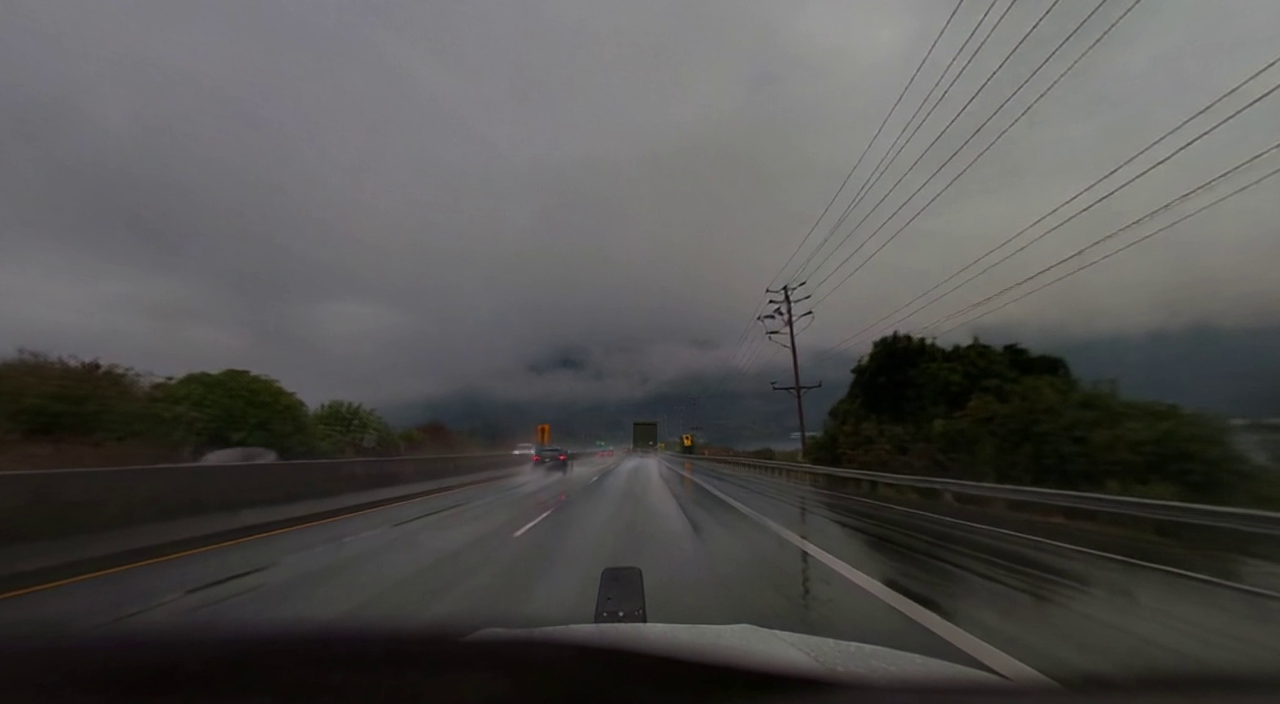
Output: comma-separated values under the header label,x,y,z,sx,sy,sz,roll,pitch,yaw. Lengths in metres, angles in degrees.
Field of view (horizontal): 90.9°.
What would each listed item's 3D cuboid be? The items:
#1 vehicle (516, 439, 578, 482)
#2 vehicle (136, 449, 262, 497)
label,x,y,z,sx,sy,sz,roll,pitch,yaw
vehicle,-3.991,4.755,27.780,2.111,1.735,4.066,0,-9,0
vehicle,-16.010,4.376,23.153,1.827,1.579,3.858,0,-9,-1
